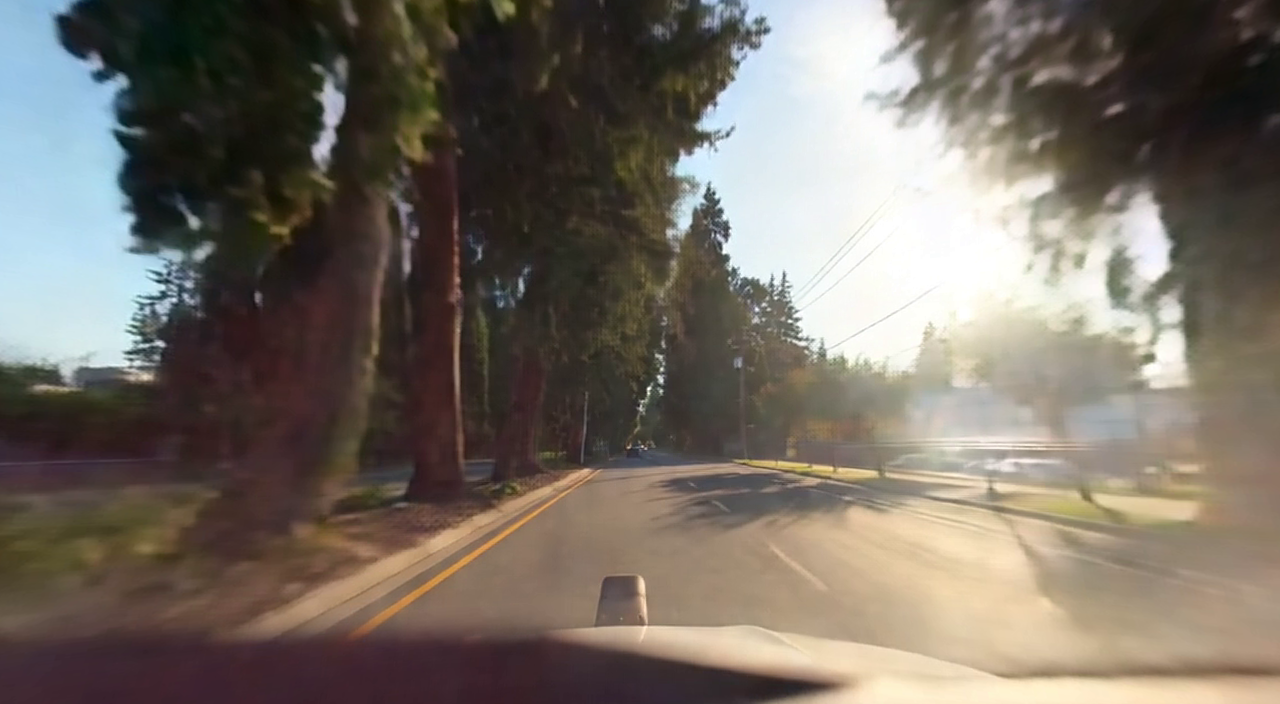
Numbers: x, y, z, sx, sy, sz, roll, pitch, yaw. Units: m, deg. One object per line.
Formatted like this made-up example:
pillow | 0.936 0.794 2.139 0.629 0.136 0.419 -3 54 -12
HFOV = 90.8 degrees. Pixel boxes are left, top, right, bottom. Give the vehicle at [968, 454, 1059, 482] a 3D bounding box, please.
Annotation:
vehicle | 23.754 7.357 40.255 4.519 1.658 1.911 -1 -8 0

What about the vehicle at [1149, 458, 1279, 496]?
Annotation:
vehicle | 24.276 5.183 26.311 4.369 1.454 1.973 0 -9 1

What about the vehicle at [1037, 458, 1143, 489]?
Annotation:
vehicle | 23.997 6.464 33.778 4.271 1.542 1.887 0 -8 -3
